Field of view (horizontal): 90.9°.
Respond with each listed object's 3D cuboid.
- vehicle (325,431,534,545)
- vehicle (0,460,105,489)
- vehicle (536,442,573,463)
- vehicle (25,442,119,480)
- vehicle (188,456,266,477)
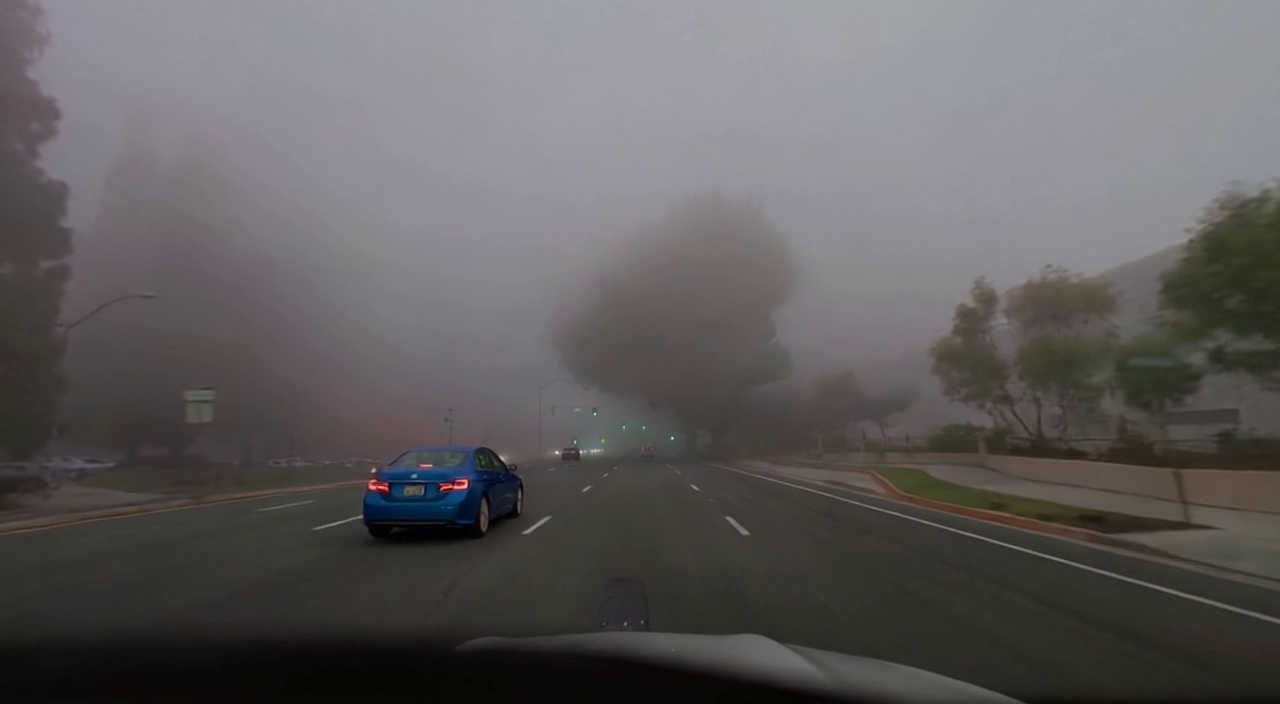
[{"bbox_3d":[-3.163,2.130,10.590,1.924,1.480,4.421,0,-8,1],"label":"vehicle"},{"bbox_3d":[-31.078,6.371,32.840,4.737,1.375,1.926,0,-8,4],"label":"vehicle"},{"bbox_3d":[-6.356,7.535,47.335,2.027,1.501,4.707,0,-8,1],"label":"vehicle"},{"bbox_3d":[-43.932,8.388,48.962,2.334,2.713,5.251,0,-7,0],"label":"vehicle"},{"bbox_3d":[-30.693,8.514,46.931,4.424,1.535,1.948,0,-9,0],"label":"vehicle"}]
